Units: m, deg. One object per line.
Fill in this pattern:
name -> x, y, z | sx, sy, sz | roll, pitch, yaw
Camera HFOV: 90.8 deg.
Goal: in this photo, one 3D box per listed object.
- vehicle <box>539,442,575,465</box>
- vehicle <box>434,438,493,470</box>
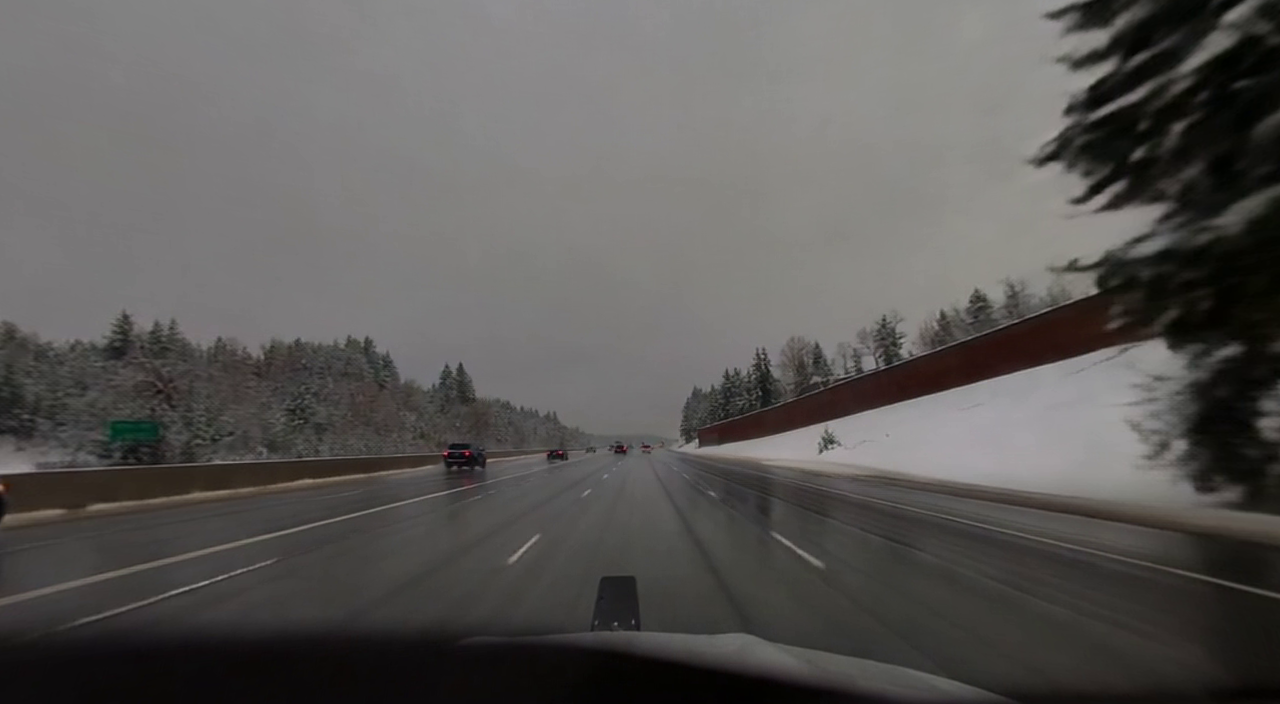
vehicle -> -6.232, 7.683, 47.950 | 2.080, 1.694, 4.279 | 0, -9, 2
vehicle -> -10.621, 6.152, 38.388 | 2.195, 1.795, 4.659 | 0, -9, 1
